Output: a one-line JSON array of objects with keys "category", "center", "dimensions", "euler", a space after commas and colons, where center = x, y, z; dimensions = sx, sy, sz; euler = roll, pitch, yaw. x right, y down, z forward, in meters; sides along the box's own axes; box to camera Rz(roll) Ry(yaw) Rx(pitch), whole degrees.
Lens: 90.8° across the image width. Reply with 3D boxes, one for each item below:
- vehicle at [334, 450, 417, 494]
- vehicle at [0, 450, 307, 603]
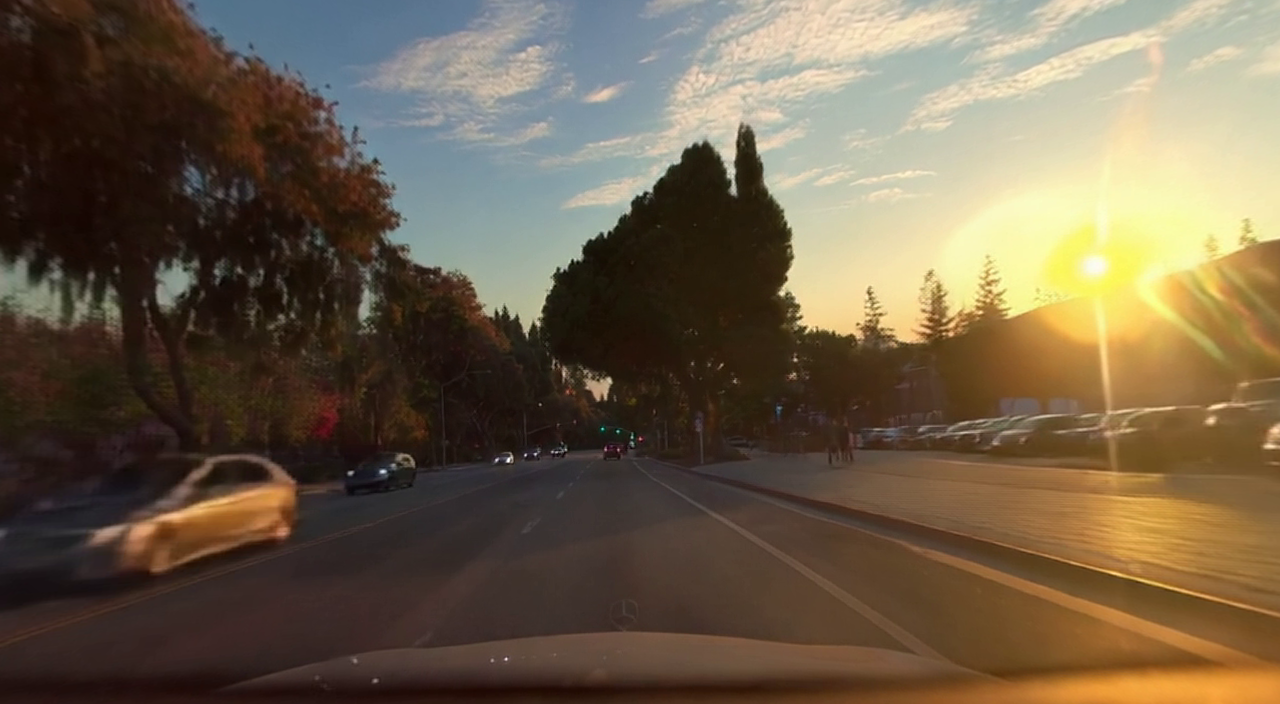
[{"category": "vehicle", "center": [-11.551, 5.237, 27.959], "dimensions": [2.000, 1.728, 4.510], "euler": [0, -8, -4]}, {"category": "vehicle", "center": [-6.701, 2.123, 8.652], "dimensions": [2.033, 1.511, 4.247], "euler": [0, -8, -1]}]
